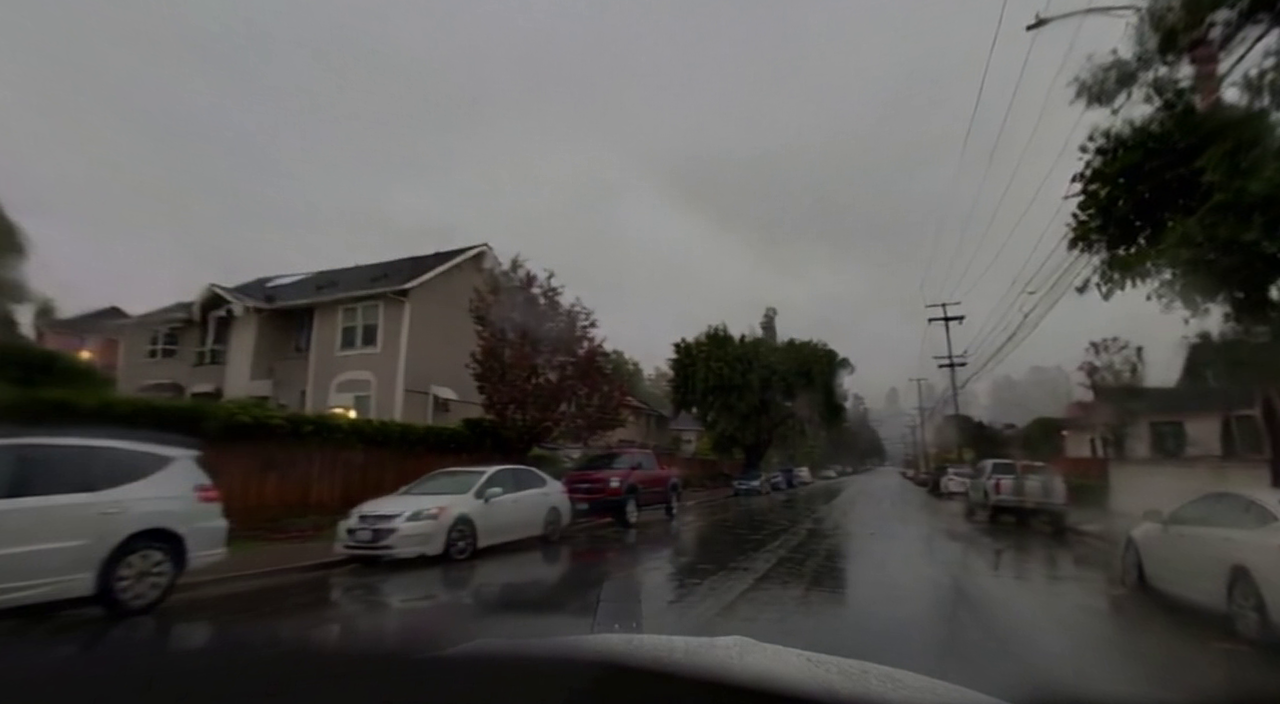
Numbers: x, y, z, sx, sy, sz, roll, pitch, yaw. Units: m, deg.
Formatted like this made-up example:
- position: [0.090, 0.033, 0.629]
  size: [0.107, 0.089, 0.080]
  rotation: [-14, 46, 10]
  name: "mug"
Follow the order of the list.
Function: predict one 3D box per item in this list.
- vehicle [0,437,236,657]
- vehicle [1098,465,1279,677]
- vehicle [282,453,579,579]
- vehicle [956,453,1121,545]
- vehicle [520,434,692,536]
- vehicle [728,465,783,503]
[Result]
- position: [-5.240, 1.291, 4.207]
  size: [1.754, 1.437, 3.885]
  rotation: [-4, -12, 21]
  name: "vehicle"
- position: [6.371, 1.916, 6.022]
  size: [1.973, 1.517, 4.604]
  rotation: [-3, -9, 20]
  name: "vehicle"
- position: [-2.810, 2.376, 9.721]
  size: [1.823, 1.427, 4.407]
  rotation: [-6, -12, 22]
  name: "vehicle"
- position: [10.874, 3.933, 17.906]
  size: [2.547, 2.075, 5.693]
  rotation: [-3, -9, 18]
  name: "vehicle"
- position: [-0.594, 3.143, 15.175]
  size: [2.194, 1.995, 4.814]
  rotation: [-6, -12, 22]
  name: "vehicle"
- position: [5.987, 6.684, 32.307]
  size: [1.971, 1.648, 4.638]
  rotation: [-3, -9, 20]
  name: "vehicle"
